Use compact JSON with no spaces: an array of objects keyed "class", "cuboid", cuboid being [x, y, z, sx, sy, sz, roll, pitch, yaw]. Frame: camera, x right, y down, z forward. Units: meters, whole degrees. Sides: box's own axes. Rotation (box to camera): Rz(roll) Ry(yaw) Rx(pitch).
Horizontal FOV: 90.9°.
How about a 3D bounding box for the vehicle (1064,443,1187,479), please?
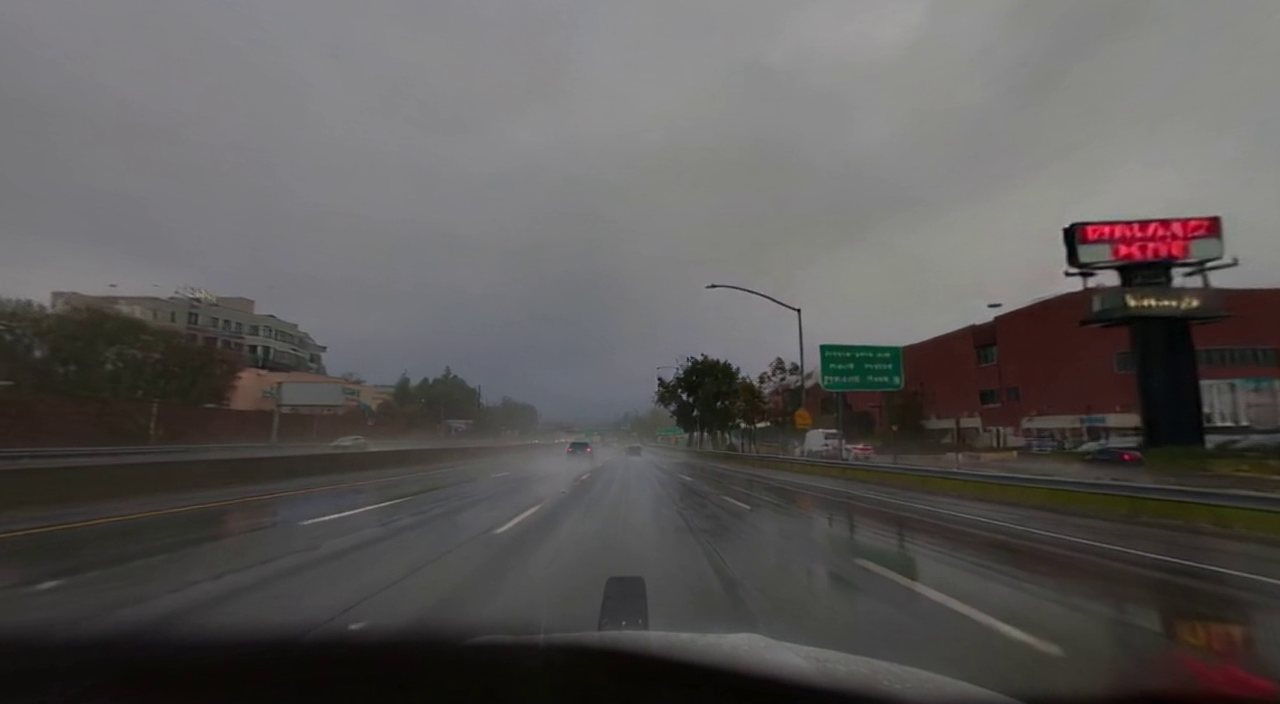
[{"class":"vehicle","cuboid":[26.081,5.844,34.218,1.972,1.749,5.464,1,-8,-6]}]
